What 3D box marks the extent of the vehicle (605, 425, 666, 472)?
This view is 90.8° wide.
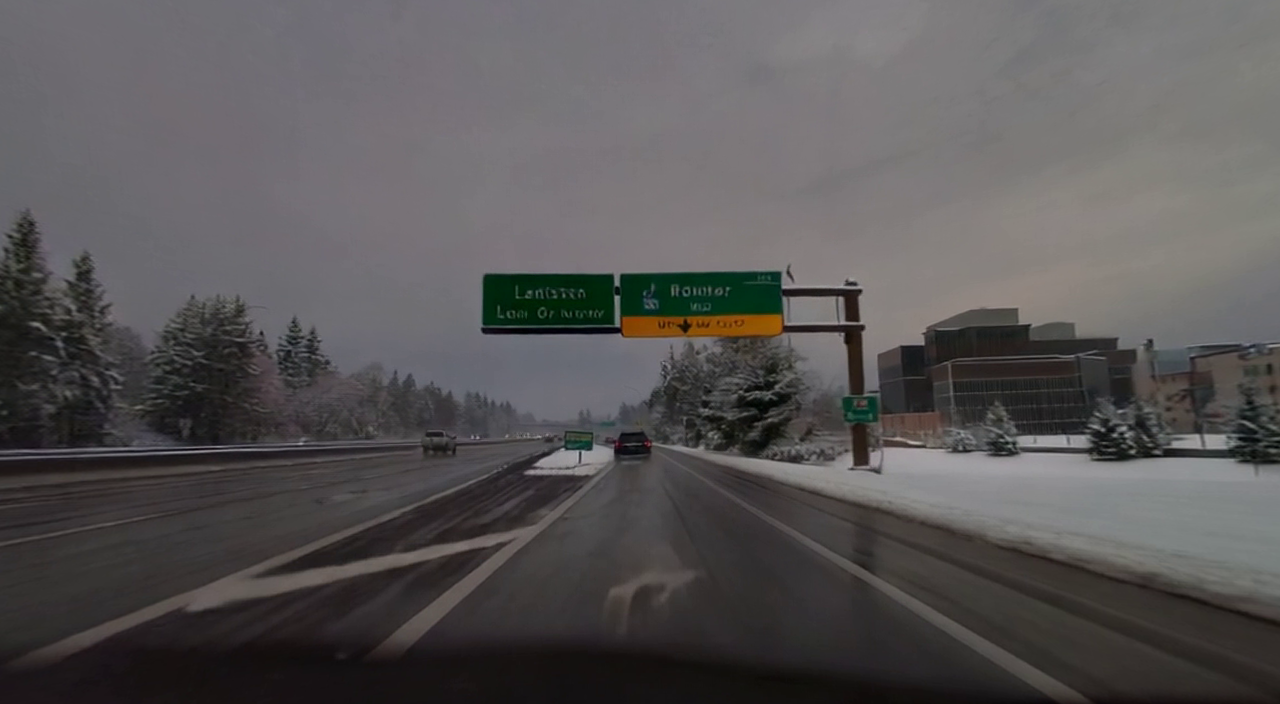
[{"bbox_3d":[-0.234,4.393,28.867,2.497,1.957,5.432,0,-8,-1],"label":"vehicle"}]
